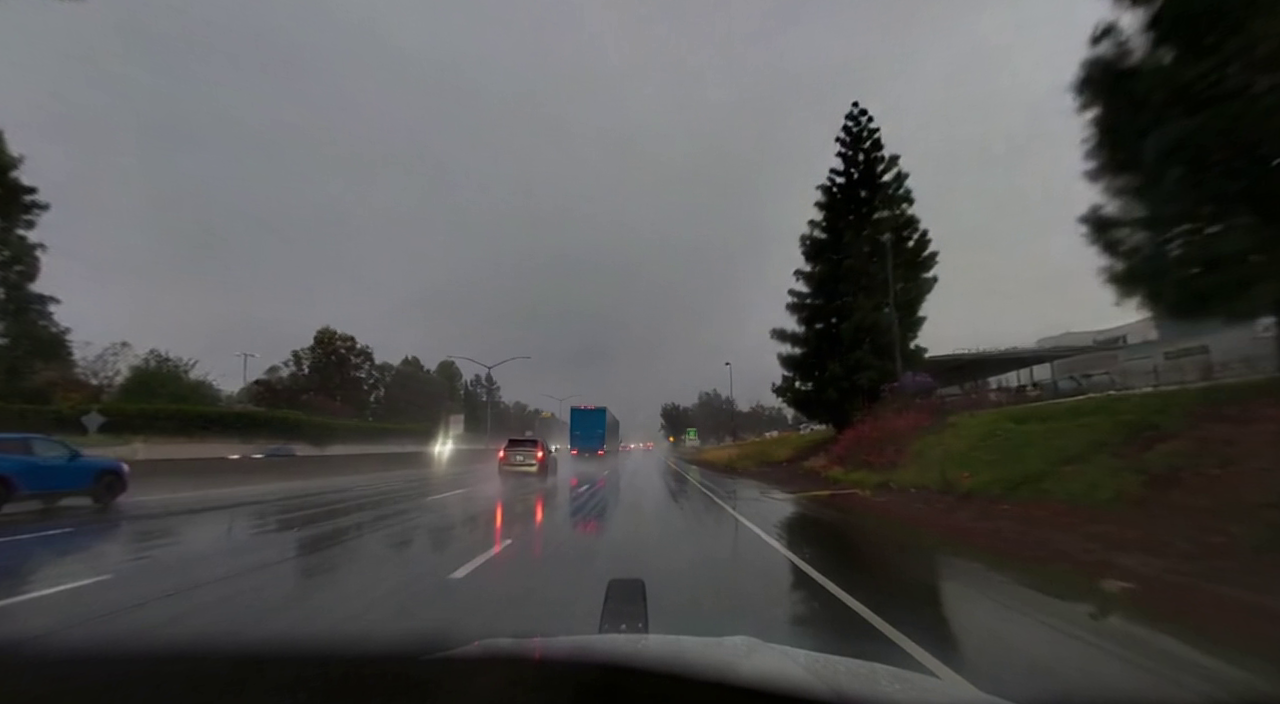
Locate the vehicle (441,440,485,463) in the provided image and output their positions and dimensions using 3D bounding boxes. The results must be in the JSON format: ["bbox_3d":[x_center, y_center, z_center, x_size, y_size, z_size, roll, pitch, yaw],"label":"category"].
[{"bbox_3d":[-13.707,7.750,49.151,2.017,1.685,4.732,0,-8,1],"label":"vehicle"}]

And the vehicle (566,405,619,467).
[{"bbox_3d":[-3.324,6.467,47.949,2.905,4.037,12.921,0,-8,0],"label":"vehicle"}]

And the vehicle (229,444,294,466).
[{"bbox_3d":[-24.932,6.784,41.684,1.815,1.408,3.971,0,-8,0],"label":"vehicle"}]

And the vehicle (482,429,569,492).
[{"bbox_3d":[-3.679,3.581,21.184,2.058,1.840,4.443,0,-8,0],"label":"vehicle"}]

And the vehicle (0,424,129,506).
[{"bbox_3d":[-14.405,2.518,14.164,1.997,1.695,4.492,0,-8,1],"label":"vehicle"}]
